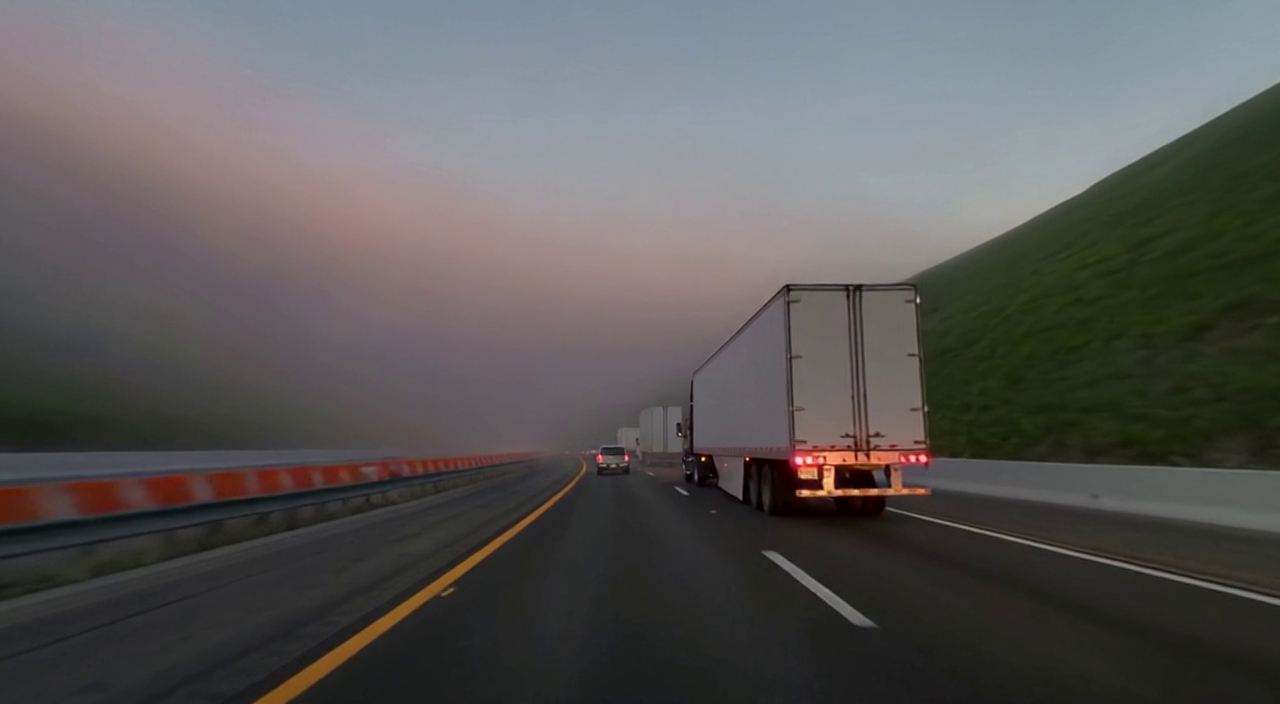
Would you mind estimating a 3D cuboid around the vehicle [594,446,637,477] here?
[{"bbox_3d":[-1.272,5.460,31.599,2.029,1.437,3.794,0,-9,-3],"label":"vehicle"}]

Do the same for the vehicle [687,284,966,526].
[{"bbox_3d":[3.656,1.972,17.951,2.911,4.099,14.578,0,-9,-2],"label":"vehicle"}]

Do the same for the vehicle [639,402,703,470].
[{"bbox_3d":[1.832,6.159,44.939,2.826,4.050,13.845,1,-9,-4],"label":"vehicle"}]
